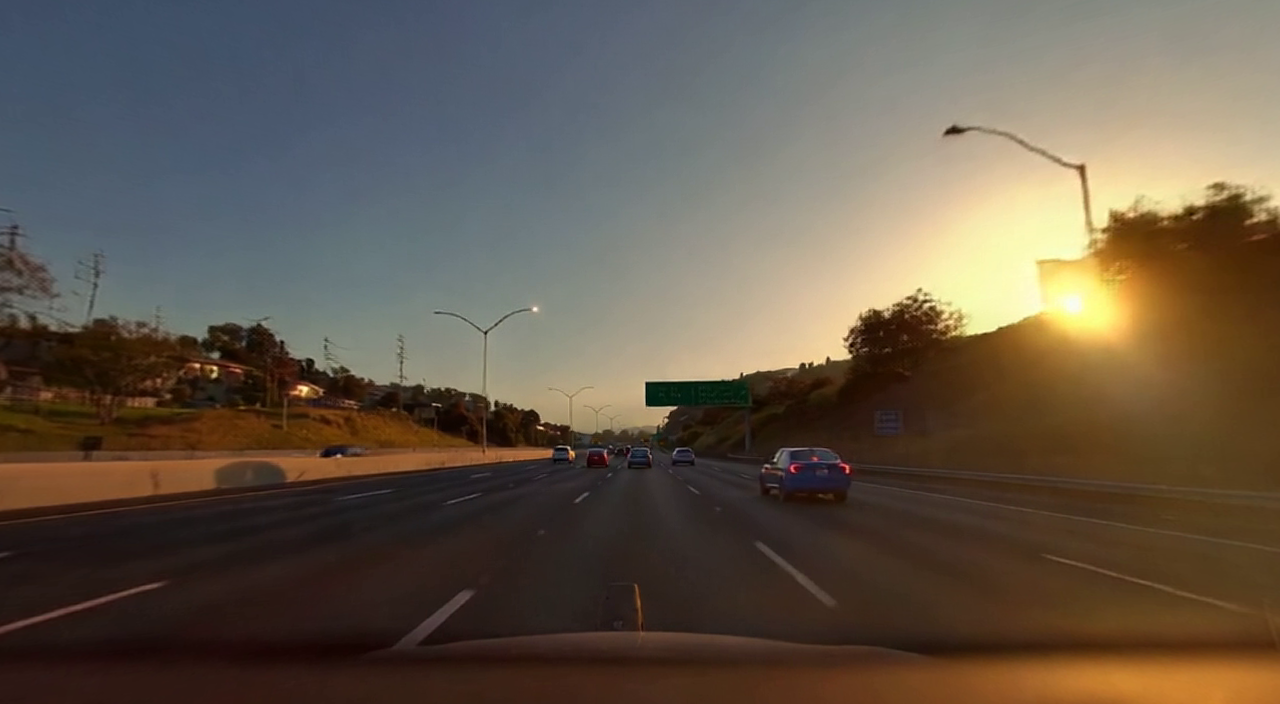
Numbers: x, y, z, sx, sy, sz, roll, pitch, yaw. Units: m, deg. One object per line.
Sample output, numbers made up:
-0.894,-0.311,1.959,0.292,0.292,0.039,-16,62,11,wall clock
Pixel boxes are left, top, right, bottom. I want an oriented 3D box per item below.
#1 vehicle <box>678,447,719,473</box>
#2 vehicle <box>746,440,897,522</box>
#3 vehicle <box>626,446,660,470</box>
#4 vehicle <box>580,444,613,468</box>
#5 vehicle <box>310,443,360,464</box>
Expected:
3.515,6.549,38.439,2.036,1.517,4.256,0,-9,-1,vehicle
3.816,2.779,14.205,2.077,1.527,4.553,0,-9,0,vehicle
0.182,7.070,42.176,2.166,1.496,4.158,0,-9,0,vehicle
-3.203,7.731,47.096,2.091,1.664,4.157,0,-9,1,vehicle
-22.999,7.669,47.608,1.734,1.524,3.833,0,-9,2,vehicle
